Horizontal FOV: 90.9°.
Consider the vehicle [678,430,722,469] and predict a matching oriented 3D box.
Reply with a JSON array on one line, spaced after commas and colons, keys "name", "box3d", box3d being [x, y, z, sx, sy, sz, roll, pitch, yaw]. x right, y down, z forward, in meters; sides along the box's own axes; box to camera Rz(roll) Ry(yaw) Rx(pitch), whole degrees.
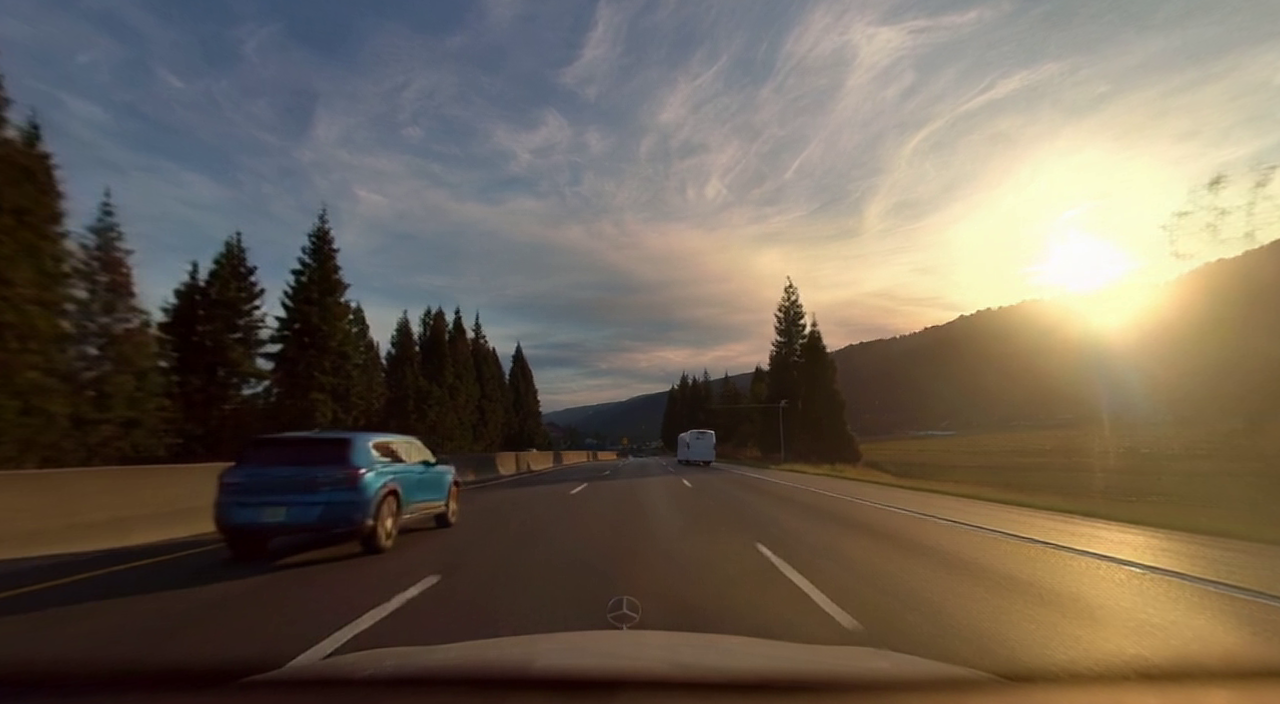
[{"name": "vehicle", "box3d": [4.302, 7.186, 46.531, 2.614, 2.655, 6.429, 0, -9, 0]}]

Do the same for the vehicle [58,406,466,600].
[{"name": "vehicle", "box3d": [-3.850, 1.639, 7.726, 2.020, 1.619, 4.690, 0, -9, 1]}]
